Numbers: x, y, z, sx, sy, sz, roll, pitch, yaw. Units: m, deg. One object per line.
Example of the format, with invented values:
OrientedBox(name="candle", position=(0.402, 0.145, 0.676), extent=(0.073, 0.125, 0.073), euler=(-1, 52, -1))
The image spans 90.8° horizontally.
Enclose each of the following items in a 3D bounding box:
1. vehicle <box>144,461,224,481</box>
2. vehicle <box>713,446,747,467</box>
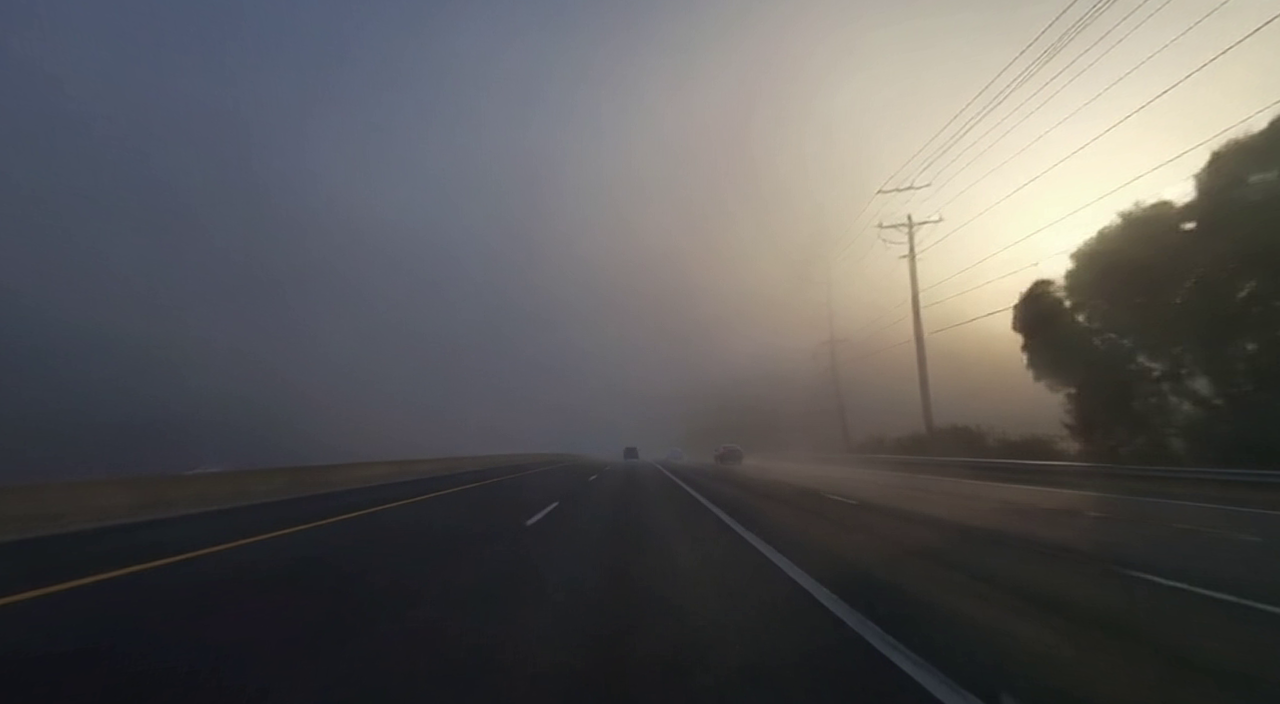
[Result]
OrientedBox(name="vehicle", position=(-35.776, 9.350, 49.777), extent=(2.223, 1.303, 5.598), euler=(0, -8, 0))
OrientedBox(name="vehicle", position=(6.628, 7.704, 46.758), extent=(1.817, 1.440, 4.075), euler=(0, -8, -1))
